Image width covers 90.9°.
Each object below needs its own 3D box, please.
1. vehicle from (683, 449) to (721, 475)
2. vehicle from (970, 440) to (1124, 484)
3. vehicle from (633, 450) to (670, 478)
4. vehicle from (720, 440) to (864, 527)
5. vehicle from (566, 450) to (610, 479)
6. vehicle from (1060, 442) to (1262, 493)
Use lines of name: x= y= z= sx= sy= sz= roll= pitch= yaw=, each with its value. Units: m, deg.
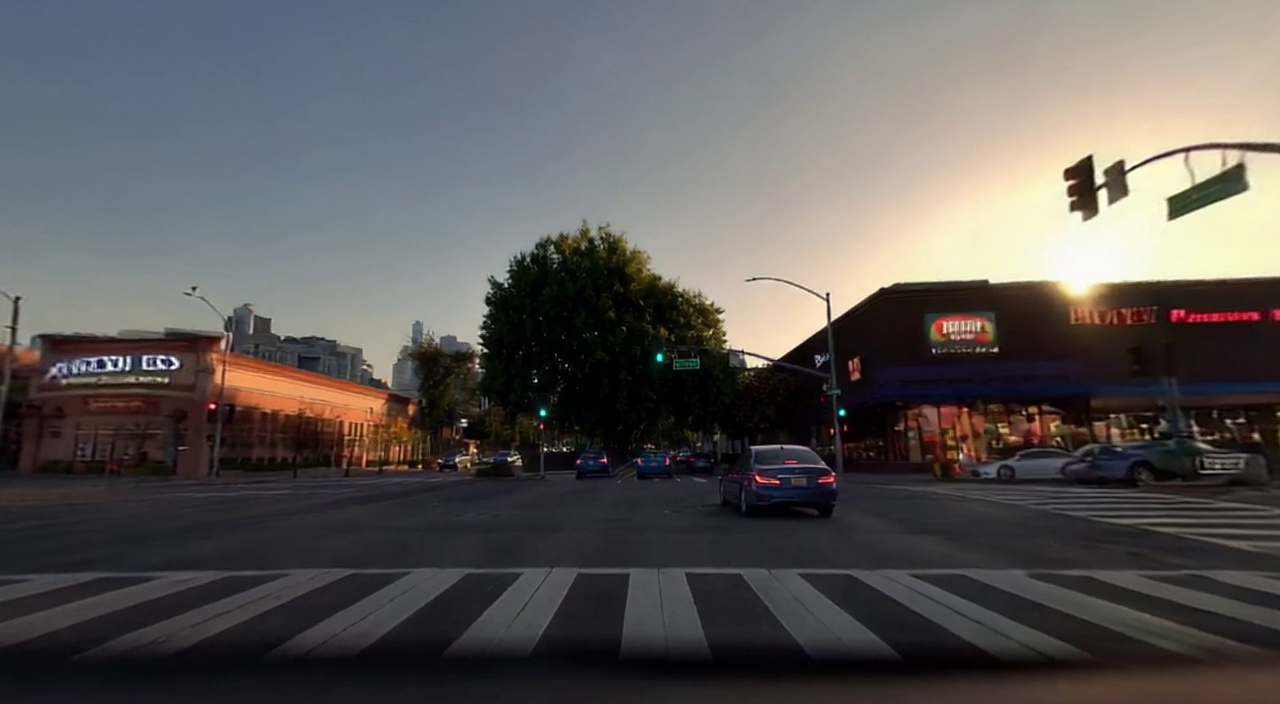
vehicle: x=3.919 y=7.034 z=40.481 sx=1.931 sy=1.552 sz=4.125 roll=0 pitch=-8 yaw=0
vehicle: x=16.422 y=4.434 z=25.641 sx=4.637 sy=1.654 sz=2.277 roll=0 pitch=-8 yaw=-1
vehicle: x=0.612 y=6.524 z=36.997 sx=2.070 sy=1.460 sz=4.118 roll=0 pitch=-8 yaw=0
vehicle: x=2.938 y=2.623 z=13.199 sx=1.946 sy=1.513 sz=4.133 roll=0 pitch=-8 yaw=0
vehicle: x=-2.790 y=6.142 z=34.689 sx=2.040 sy=1.471 sz=4.211 roll=0 pitch=-8 yaw=1
vehicle: x=15.652 y=3.456 z=19.098 sx=4.481 sy=1.427 sz=1.830 roll=0 pitch=-8 yaw=-1
